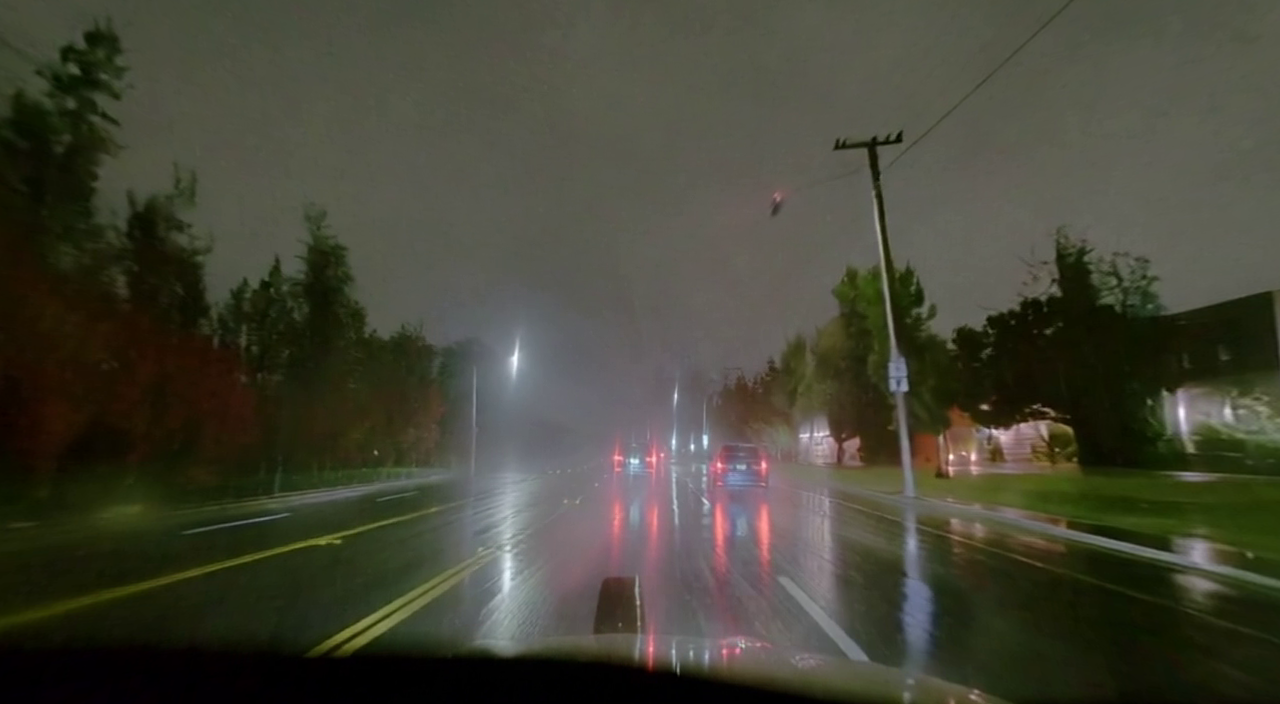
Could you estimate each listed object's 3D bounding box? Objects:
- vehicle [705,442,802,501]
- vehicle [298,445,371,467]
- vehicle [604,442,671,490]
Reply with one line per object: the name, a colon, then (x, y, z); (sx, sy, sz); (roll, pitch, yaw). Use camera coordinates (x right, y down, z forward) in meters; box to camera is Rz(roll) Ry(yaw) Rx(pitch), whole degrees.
vehicle: (3.044, 3.290, 17.789); (2.065, 1.456, 4.099); (0, -8, 1)
vehicle: (-23.025, 7.835, 47.577); (4.460, 1.653, 1.929); (0, -8, 1)
vehicle: (0.007, 3.813, 21.493); (2.030, 1.467, 4.403); (0, -8, 2)
